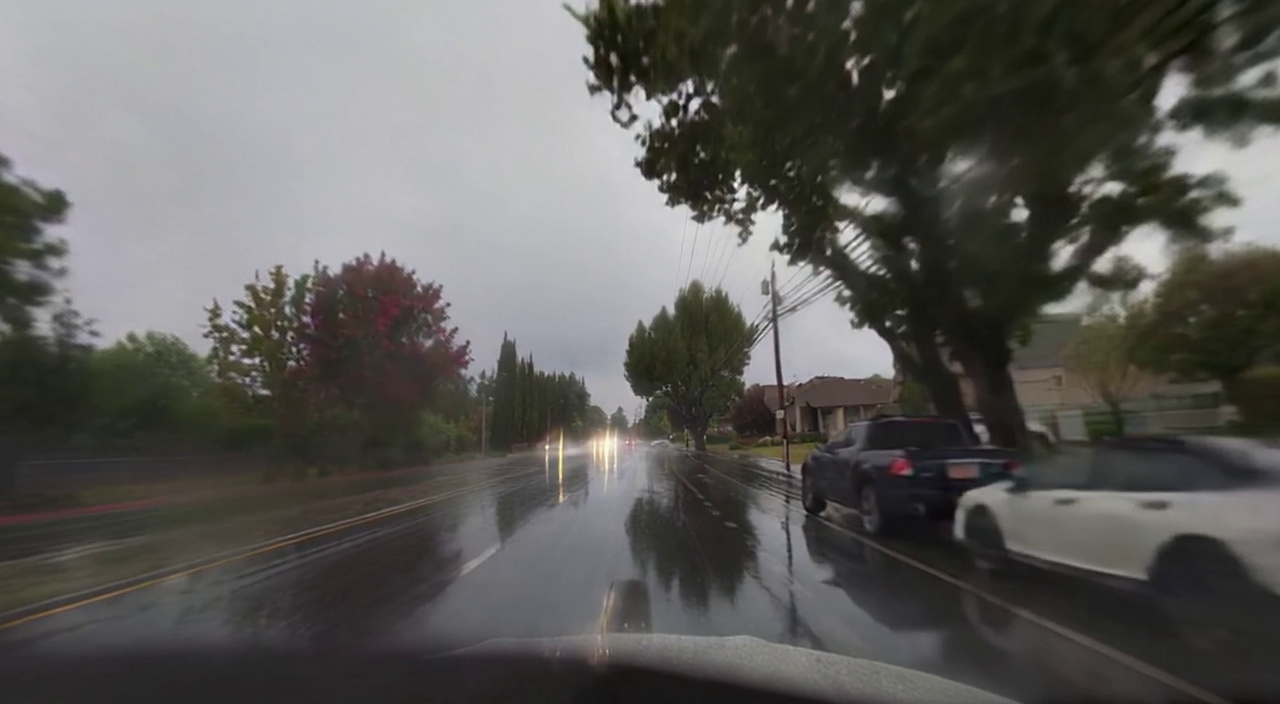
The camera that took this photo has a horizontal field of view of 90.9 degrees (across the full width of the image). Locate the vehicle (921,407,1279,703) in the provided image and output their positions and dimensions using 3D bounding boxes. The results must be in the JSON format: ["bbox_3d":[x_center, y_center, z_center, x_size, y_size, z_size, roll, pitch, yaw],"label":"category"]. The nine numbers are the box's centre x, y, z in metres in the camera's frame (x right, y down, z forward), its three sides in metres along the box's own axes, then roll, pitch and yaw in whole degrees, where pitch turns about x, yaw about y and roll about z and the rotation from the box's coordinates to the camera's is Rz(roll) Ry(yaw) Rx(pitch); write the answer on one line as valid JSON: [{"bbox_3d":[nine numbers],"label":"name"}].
[{"bbox_3d":[4.299,1.292,4.787,2.241,1.536,4.682,0,-8,1],"label":"vehicle"}]

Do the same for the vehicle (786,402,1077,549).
[{"bbox_3d":[4.430,1.985,10.922,2.336,1.885,5.298,0,-8,-2],"label":"vehicle"}]

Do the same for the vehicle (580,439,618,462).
[{"bbox_3d":[-2.727,6.695,43.075,2.084,1.466,4.522,-1,-8,3],"label":"vehicle"}]
